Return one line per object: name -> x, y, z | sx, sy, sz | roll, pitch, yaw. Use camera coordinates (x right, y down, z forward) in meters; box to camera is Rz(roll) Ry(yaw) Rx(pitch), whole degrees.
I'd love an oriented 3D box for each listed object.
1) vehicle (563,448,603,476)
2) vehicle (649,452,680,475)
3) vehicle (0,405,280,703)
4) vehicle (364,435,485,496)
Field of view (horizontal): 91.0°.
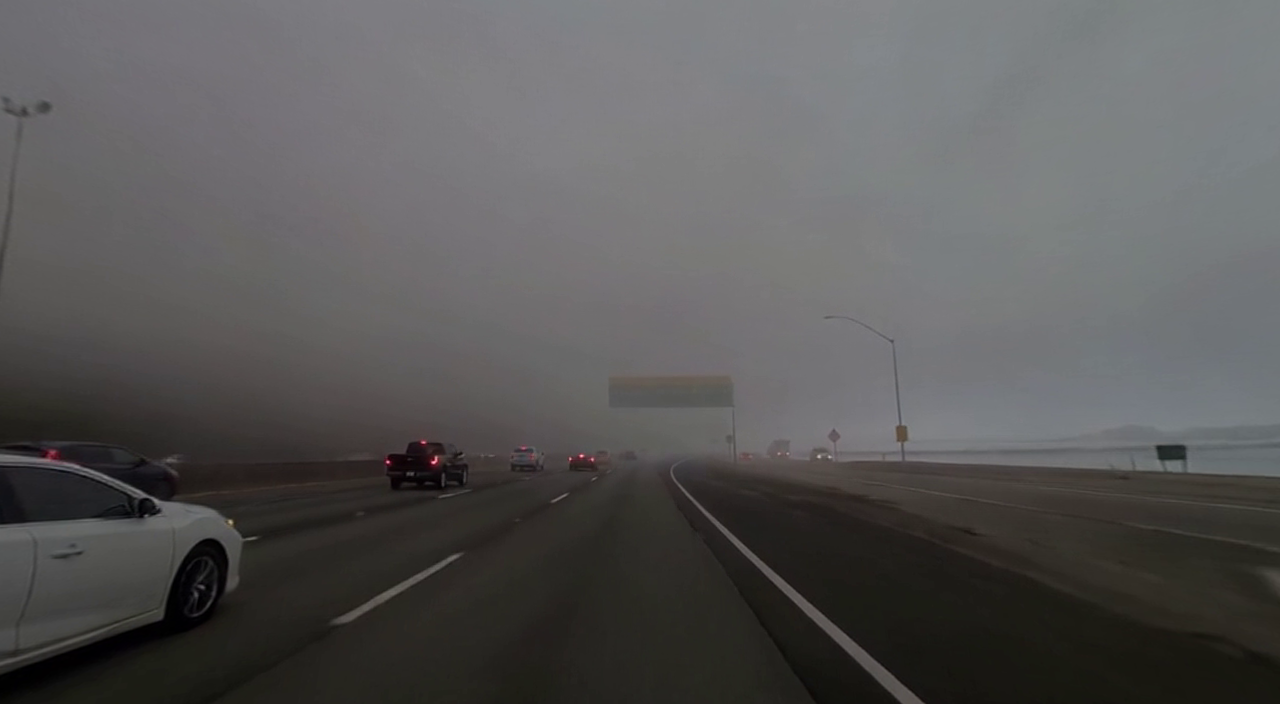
vehicle -> -3.729, 7.307, 42.118 | 2.132, 1.708, 4.571 | 0, -9, 2
vehicle -> 1.832, 8.194, 46.438 | 2.153, 1.510, 4.646 | 0, -9, 2
vehicle -> -4.167, 1.039, 3.112 | 2.027, 1.547, 4.511 | 0, -9, 1
vehicle -> -7.502, 4.009, 22.742 | 2.250, 1.870, 5.647 | 0, -9, 1
